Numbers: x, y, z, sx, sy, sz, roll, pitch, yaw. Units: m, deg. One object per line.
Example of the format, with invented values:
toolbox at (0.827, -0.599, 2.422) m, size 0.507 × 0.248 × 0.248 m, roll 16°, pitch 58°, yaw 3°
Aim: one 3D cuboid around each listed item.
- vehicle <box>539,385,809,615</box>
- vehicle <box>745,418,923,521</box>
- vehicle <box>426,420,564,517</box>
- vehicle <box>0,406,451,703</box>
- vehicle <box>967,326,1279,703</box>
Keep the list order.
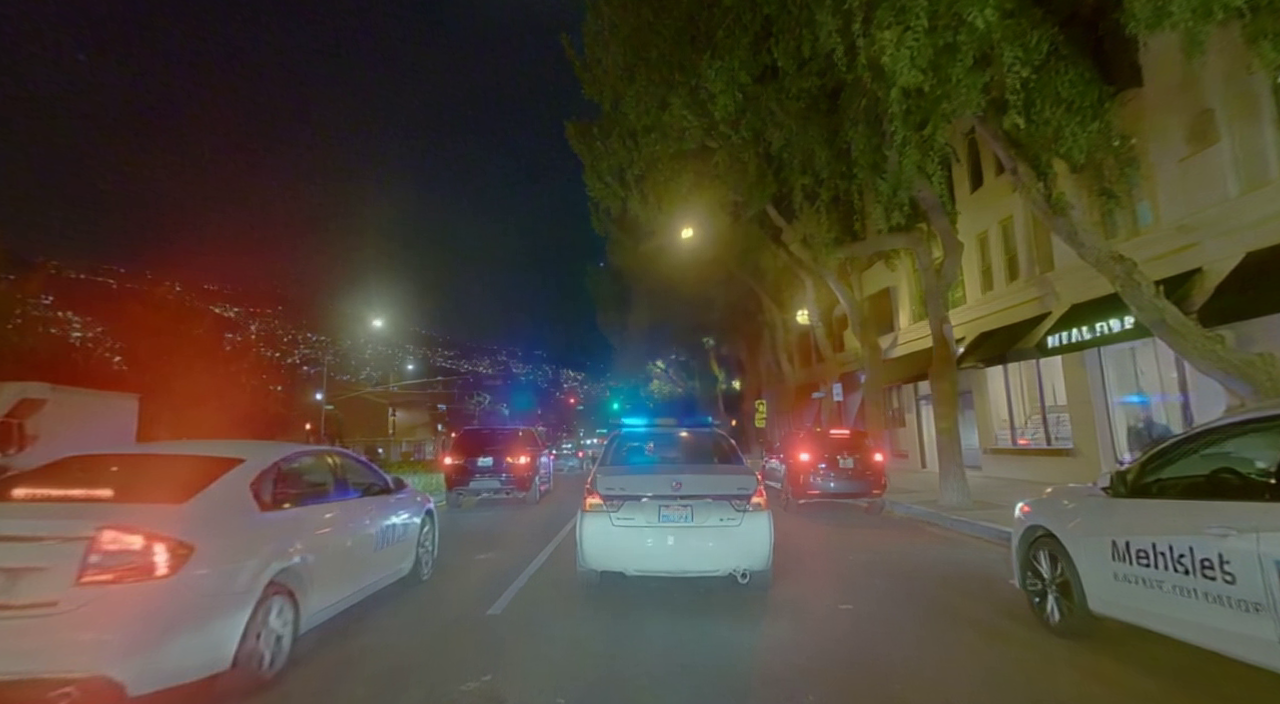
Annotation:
vehicle at (0.248, 1.443, 6.966) m, size 2.075 × 1.770 × 4.018 m, roll 0°, pitch -8°, yaw 0°
vehicle at (4.058, 2.577, 14.495) m, size 2.038 × 1.865 × 5.786 m, roll 0°, pitch -8°, yaw -2°
vehicle at (-3.057, 2.574, 14.418) m, size 2.135 × 1.806 × 4.514 m, roll -1°, pitch -8°, yaw -1°
vehicle at (-2.967, 1.261, 4.558) m, size 1.908 × 1.474 × 4.257 m, roll 0°, pitch -8°, yaw -1°
vehicle at (4.034, 0.890, 3.233) m, size 1.987 × 1.877 × 5.330 m, roll 2°, pitch -8°, yaw 2°
